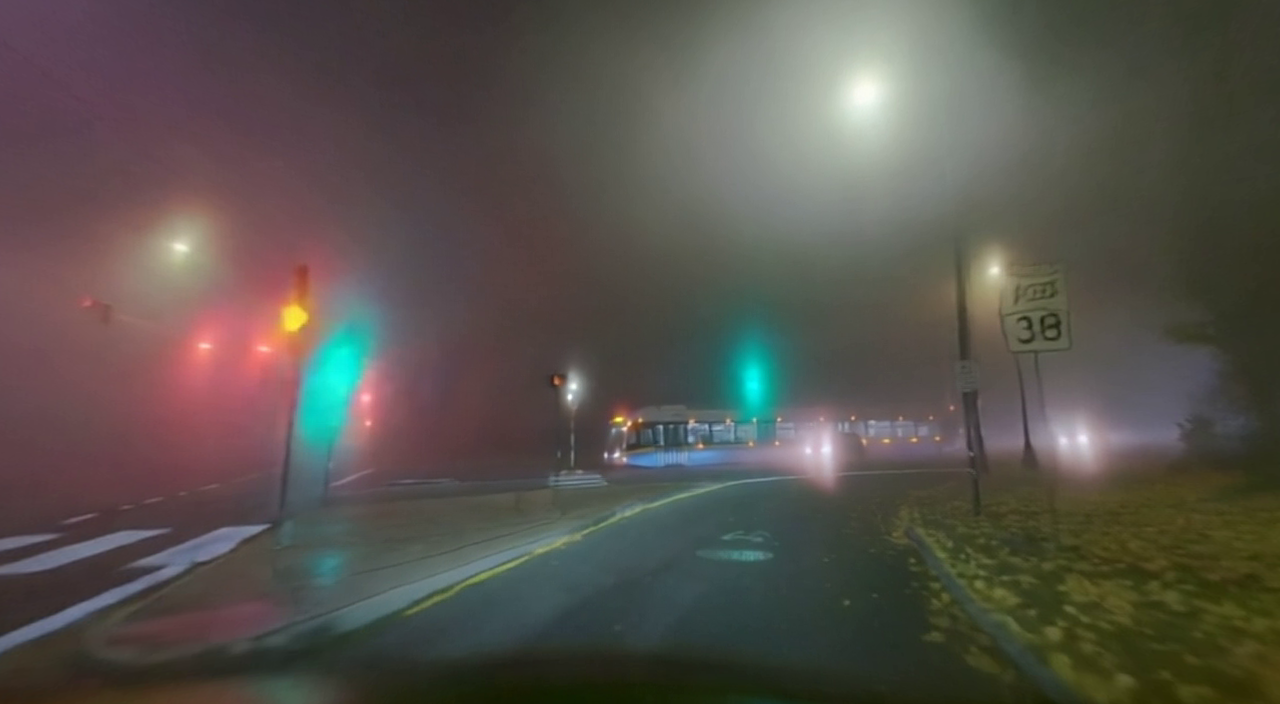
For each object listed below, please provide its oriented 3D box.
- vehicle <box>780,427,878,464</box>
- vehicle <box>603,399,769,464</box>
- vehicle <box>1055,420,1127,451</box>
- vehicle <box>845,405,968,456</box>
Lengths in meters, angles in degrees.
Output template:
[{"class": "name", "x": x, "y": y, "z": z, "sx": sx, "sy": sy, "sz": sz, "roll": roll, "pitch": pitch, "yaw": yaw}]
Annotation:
[{"class": "vehicle", "x": 9.767, "y": 4.821, "z": 32.368, "sx": 4.687, "sy": 1.760, "sz": 2.028, "roll": 4, "pitch": -10, "yaw": -27}, {"class": "vehicle", "x": 3.013, "y": 5.129, "z": 39.959, "sx": 10.391, "sy": 3.725, "sz": 2.904, "roll": 4, "pitch": -10, "yaw": -24}, {"class": "vehicle", "x": 31.332, "y": 5.818, "z": 43.533, "sx": 4.386, "sy": 2.070, "sz": 2.092, "roll": 4, "pitch": -10, "yaw": -26}, {"class": "vehicle", "x": 20.860, "y": 6.045, "z": 48.804, "sx": 10.068, "sy": 3.618, "sz": 2.878, "roll": 2, "pitch": -9, "yaw": -28}]
